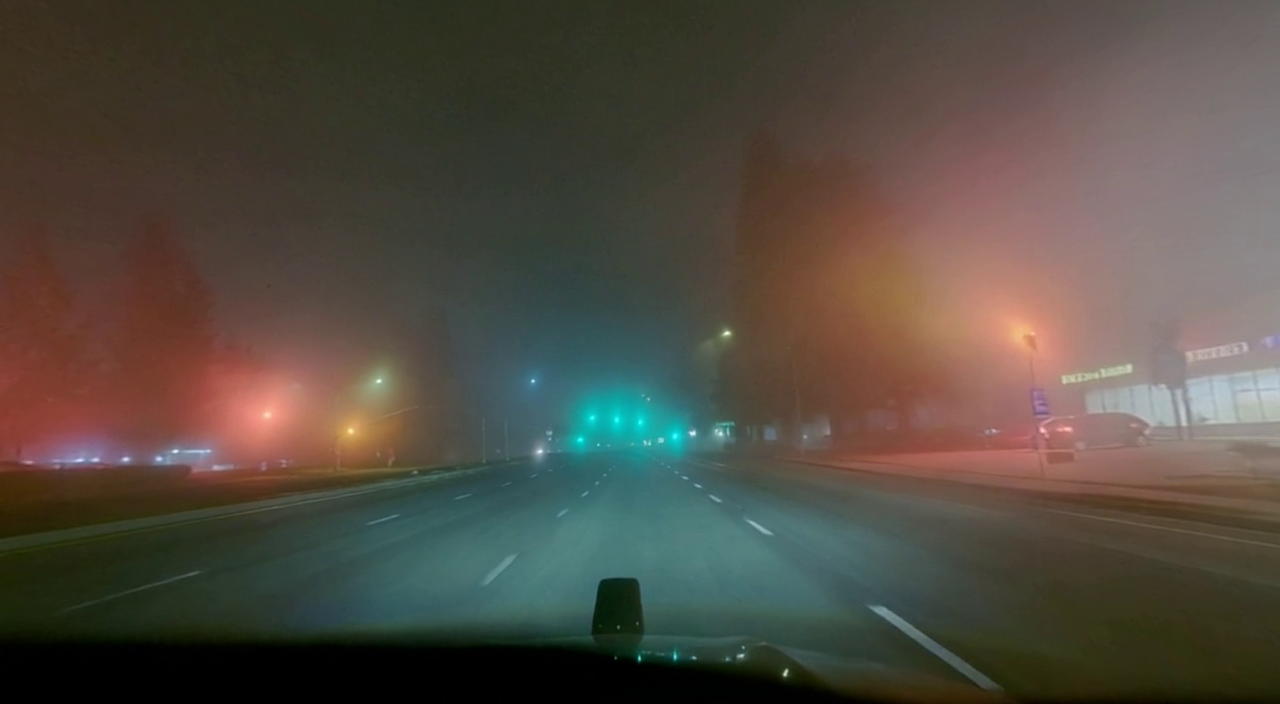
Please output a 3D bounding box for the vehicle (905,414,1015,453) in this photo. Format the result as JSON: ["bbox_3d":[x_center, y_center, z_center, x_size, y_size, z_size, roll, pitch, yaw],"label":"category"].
[{"bbox_3d":[22.594,5.820,44.901,6.347,2.674,2.521,0,-8,1],"label":"vehicle"}]

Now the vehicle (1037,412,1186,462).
[{"bbox_3d":[23.325,4.233,31.465,5.460,1.980,2.188,-5,-8,2],"label":"vehicle"}]
